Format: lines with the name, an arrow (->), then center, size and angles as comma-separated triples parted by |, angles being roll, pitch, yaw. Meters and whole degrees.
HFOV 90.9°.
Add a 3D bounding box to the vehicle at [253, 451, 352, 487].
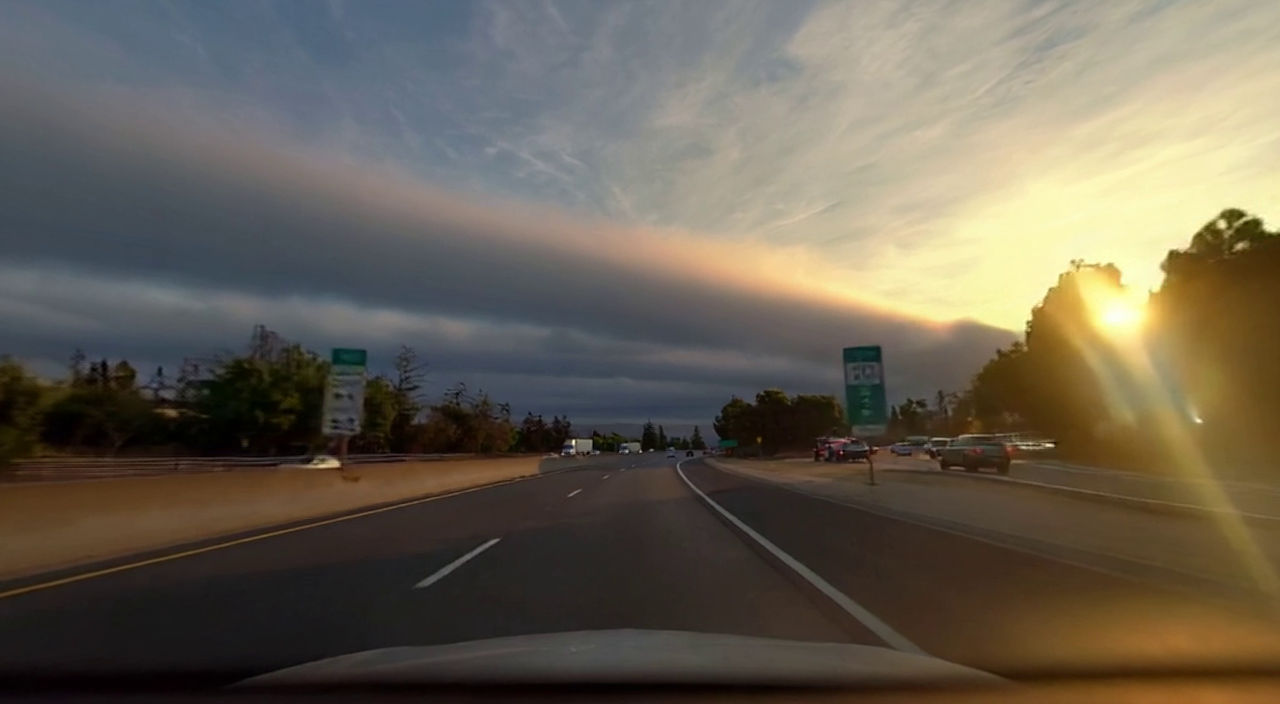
vehicle -> -15.758, 5.456, 29.738 | 1.922, 1.483, 4.676 | -1, -9, 2
